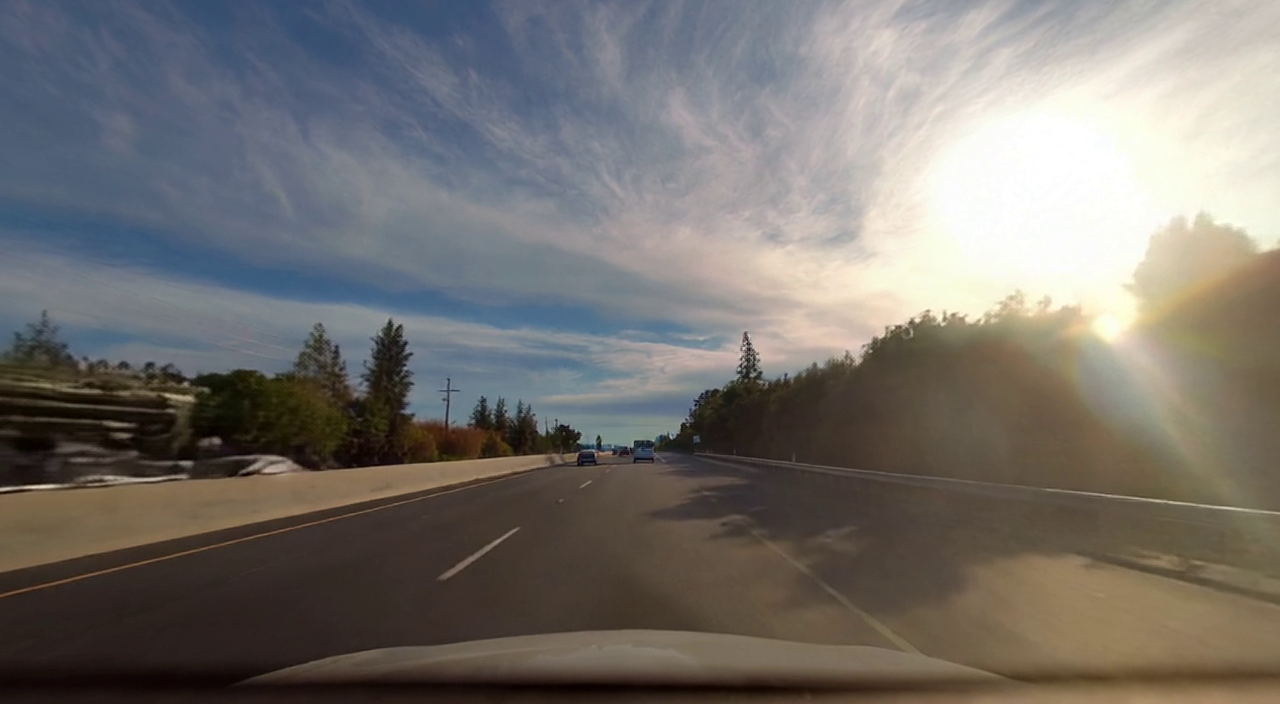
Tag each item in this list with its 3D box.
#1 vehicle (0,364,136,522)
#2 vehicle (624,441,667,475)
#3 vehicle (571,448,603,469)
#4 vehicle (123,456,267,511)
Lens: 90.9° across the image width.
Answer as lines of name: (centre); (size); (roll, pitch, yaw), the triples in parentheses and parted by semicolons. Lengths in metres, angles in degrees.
vehicle: (-17.243, 2.117, 14.676); (2.953, 3.833, 9.571); (0, -9, 0)
vehicle: (0.290, 5.706, 34.005); (2.172, 1.687, 3.929); (0, -9, 0)
vehicle: (-3.856, 7.830, 46.636); (1.998, 1.460, 4.422); (0, -9, 0)
vehicle: (-12.938, 3.804, 18.599); (1.676, 1.396, 3.459); (0, -9, 0)
